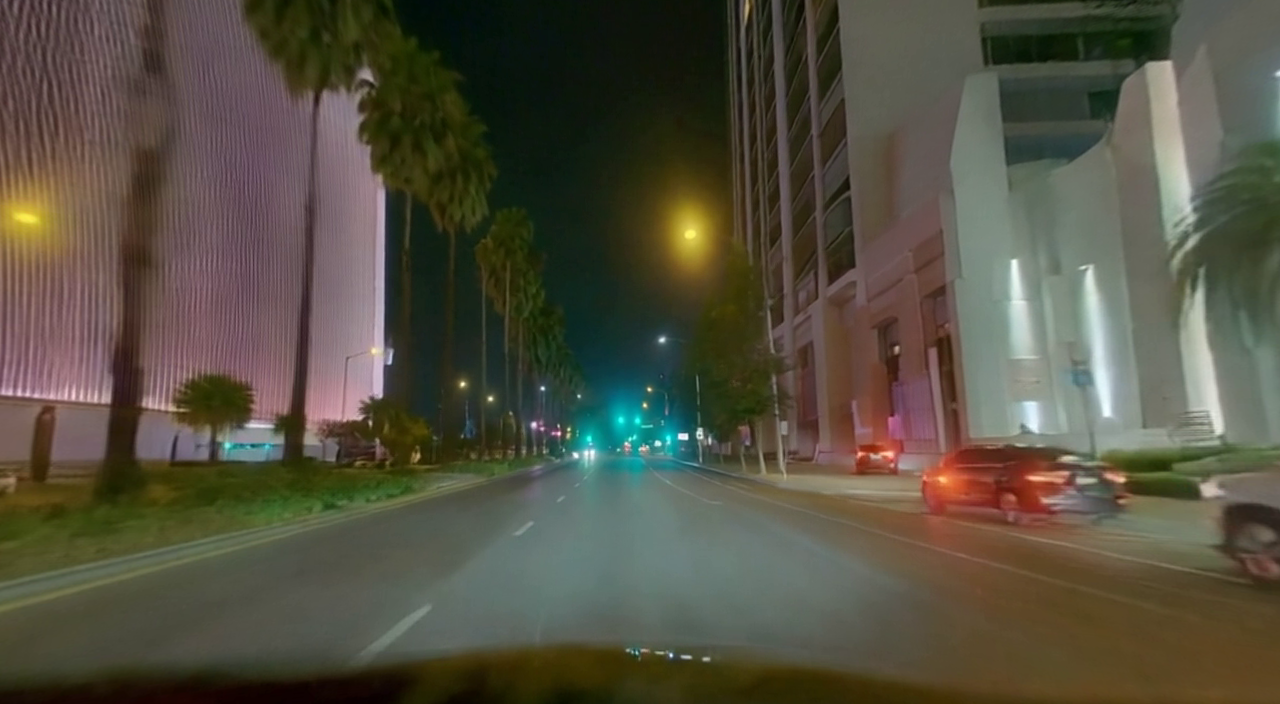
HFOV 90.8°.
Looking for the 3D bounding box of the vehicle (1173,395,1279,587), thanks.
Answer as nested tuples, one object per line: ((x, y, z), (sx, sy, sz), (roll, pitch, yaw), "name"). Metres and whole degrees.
((6.964, 1.085, 4.578), (2.225, 1.727, 4.418), (0, -9, -1), "vehicle")

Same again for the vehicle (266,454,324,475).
((-25.628, 8.350, 47.081), (2.080, 1.457, 4.424), (0, -9, -4), "vehicle")

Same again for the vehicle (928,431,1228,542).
((7.097, 2.204, 11.088), (1.919, 1.499, 4.779), (0, -9, 1), "vehicle")
